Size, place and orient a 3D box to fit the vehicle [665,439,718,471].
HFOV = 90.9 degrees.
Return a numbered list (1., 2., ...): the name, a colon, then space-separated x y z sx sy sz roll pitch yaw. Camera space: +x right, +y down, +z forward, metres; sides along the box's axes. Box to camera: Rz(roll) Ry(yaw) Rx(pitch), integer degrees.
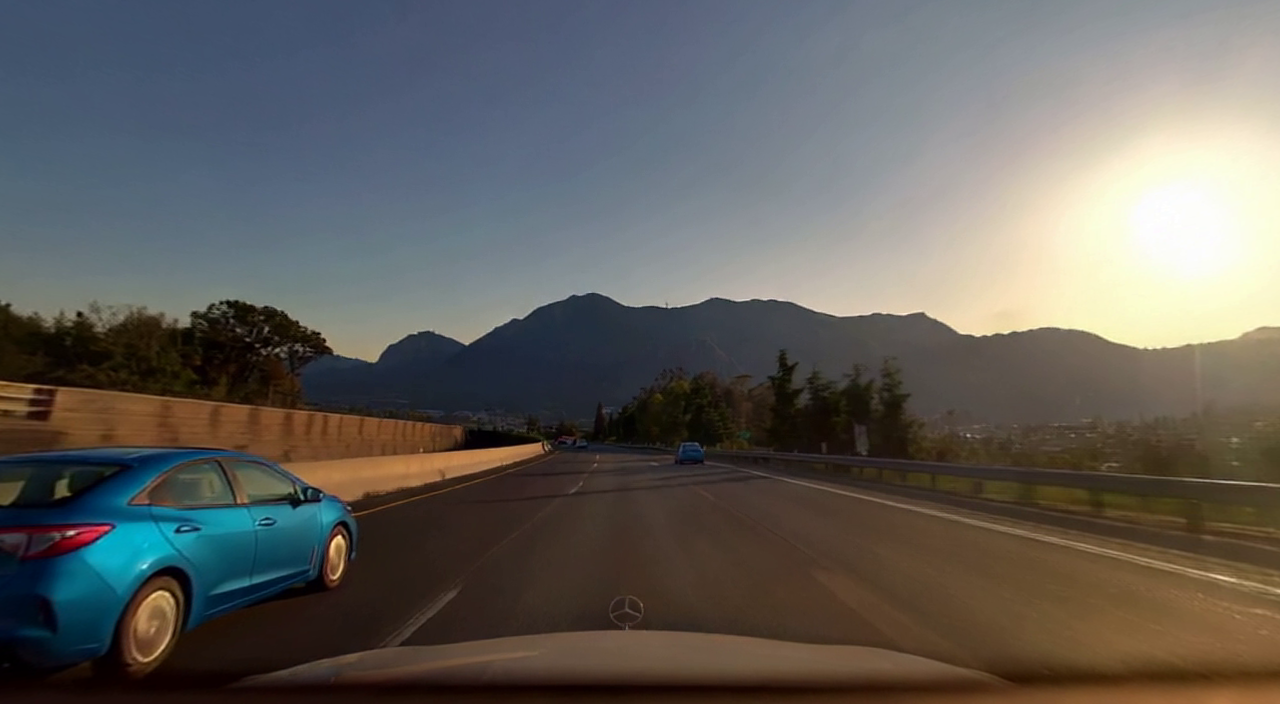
1. vehicle: 2.415 4.992 30.647 1.985 1.440 4.466 0 -9 -3
